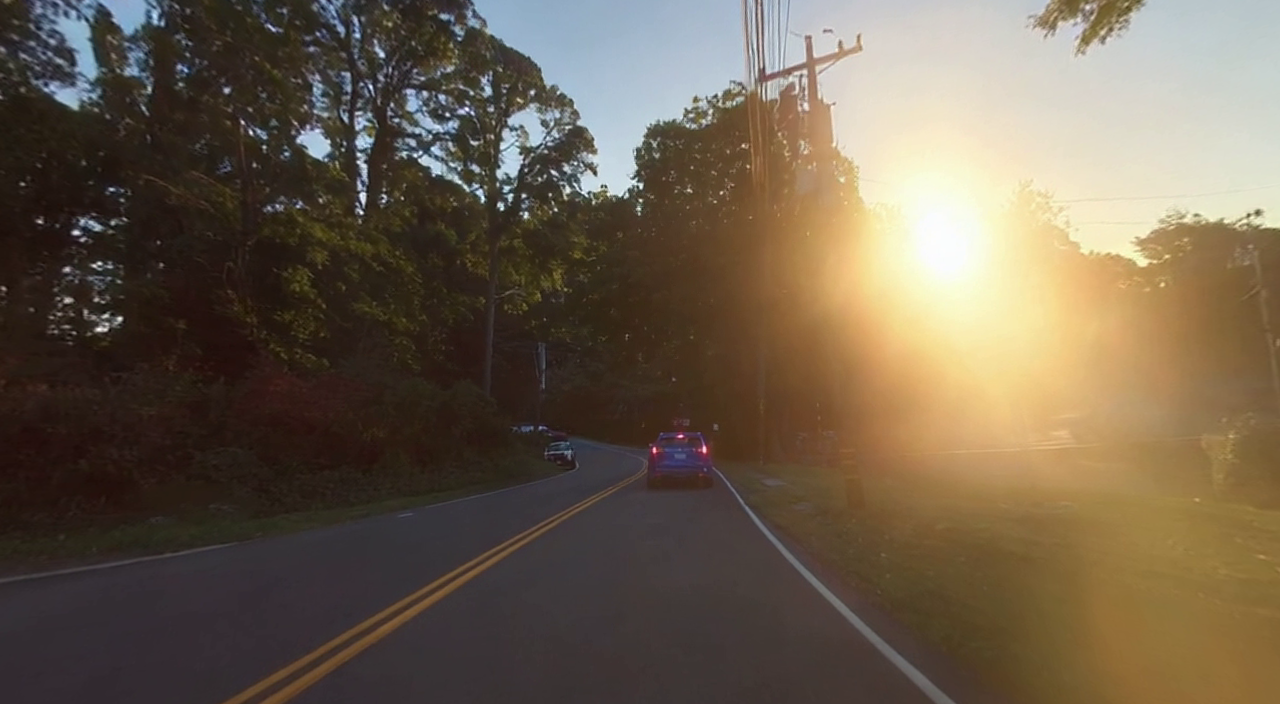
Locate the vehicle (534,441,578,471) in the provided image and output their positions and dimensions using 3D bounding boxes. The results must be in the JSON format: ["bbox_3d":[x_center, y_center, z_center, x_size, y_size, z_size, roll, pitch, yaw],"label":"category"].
[{"bbox_3d":[-6.173,7.493,45.581,2.668,1.981,5.575,2,-9,-12],"label":"vehicle"}]

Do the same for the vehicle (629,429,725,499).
[{"bbox_3d":[0.875,2.719,15.620,2.081,1.503,3.726,0,-8,2],"label":"vehicle"}]
